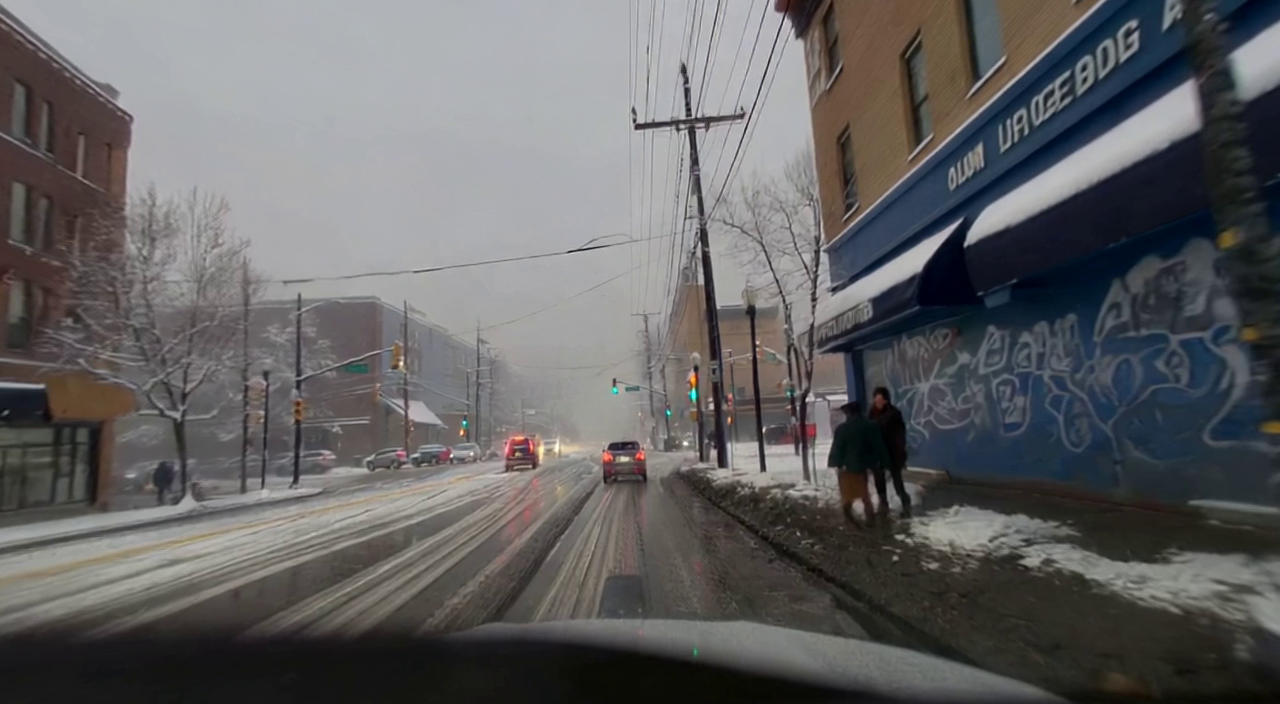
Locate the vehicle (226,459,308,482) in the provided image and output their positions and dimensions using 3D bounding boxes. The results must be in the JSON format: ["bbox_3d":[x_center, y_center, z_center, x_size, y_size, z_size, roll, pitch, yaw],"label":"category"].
[{"bbox_3d":[-26.085,8.261,44.285,4.479,1.484,2.036,0,-8,3],"label":"vehicle"}]

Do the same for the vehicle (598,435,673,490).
[{"bbox_3d":[-0.201,3.380,19.660,2.059,1.497,4.260,0,-8,-2],"label":"vehicle"}]

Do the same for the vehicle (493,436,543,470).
[{"bbox_3d":[-6.709,5.614,35.298,2.063,1.751,4.229,0,-8,-2],"label":"vehicle"}]

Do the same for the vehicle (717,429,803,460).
[{"bbox_3d":[7.230,5.575,38.270,4.714,1.686,1.973,0,-5,-6],"label":"vehicle"}]

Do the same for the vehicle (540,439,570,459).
[{"bbox_3d":[-6.384,7.326,47.753,2.097,1.457,4.439,1,-8,-6],"label":"vehicle"}]
